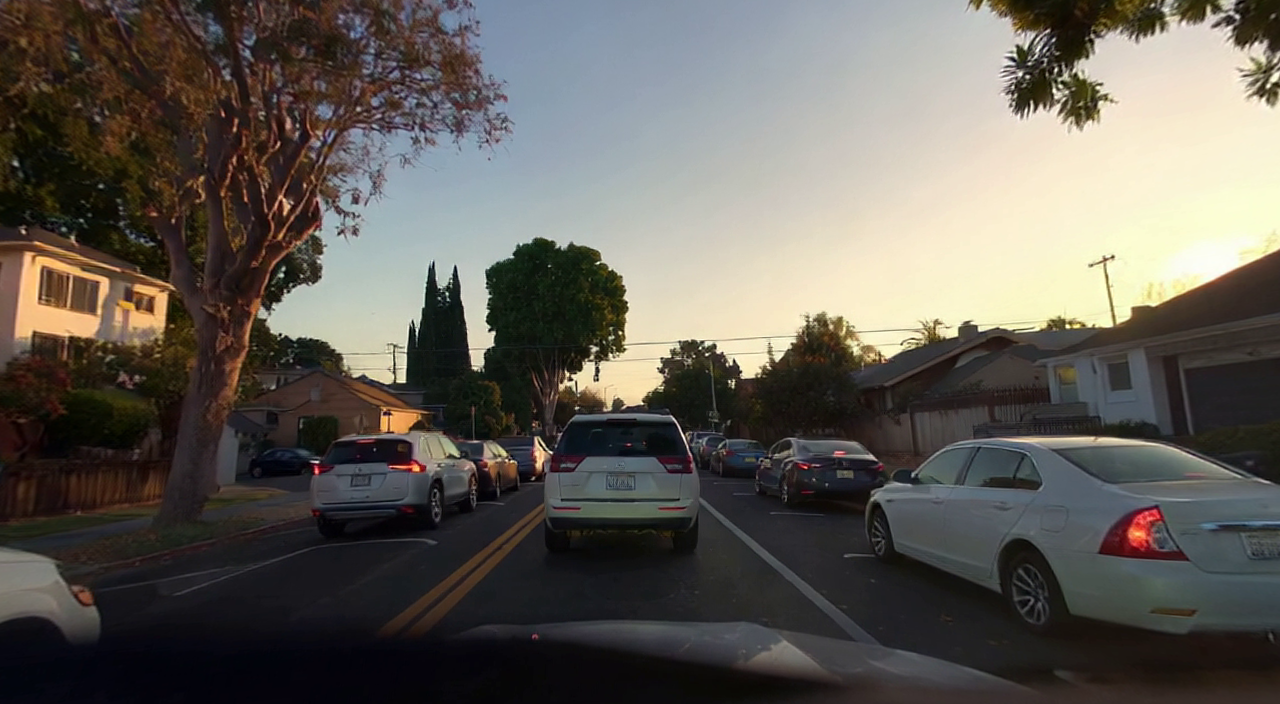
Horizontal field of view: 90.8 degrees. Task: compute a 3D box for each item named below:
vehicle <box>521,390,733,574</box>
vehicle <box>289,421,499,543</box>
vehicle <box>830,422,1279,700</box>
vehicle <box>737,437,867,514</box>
[{"bbox_3d":[-0.216,1.635,8.675,2.164,1.867,4.254,0,-8,-2],"label":"vehicle"},{"bbox_3d":[-3.721,2.025,10.522,1.864,1.576,4.324,0,-8,-2],"label":"vehicle"},{"bbox_3d":[3.472,1.465,5.778,1.977,1.480,4.589,0,-8,-1],"label":"vehicle"},{"bbox_3d":[3.492,2.715,14.408,1.880,1.476,3.932,0,-8,0],"label":"vehicle"}]
